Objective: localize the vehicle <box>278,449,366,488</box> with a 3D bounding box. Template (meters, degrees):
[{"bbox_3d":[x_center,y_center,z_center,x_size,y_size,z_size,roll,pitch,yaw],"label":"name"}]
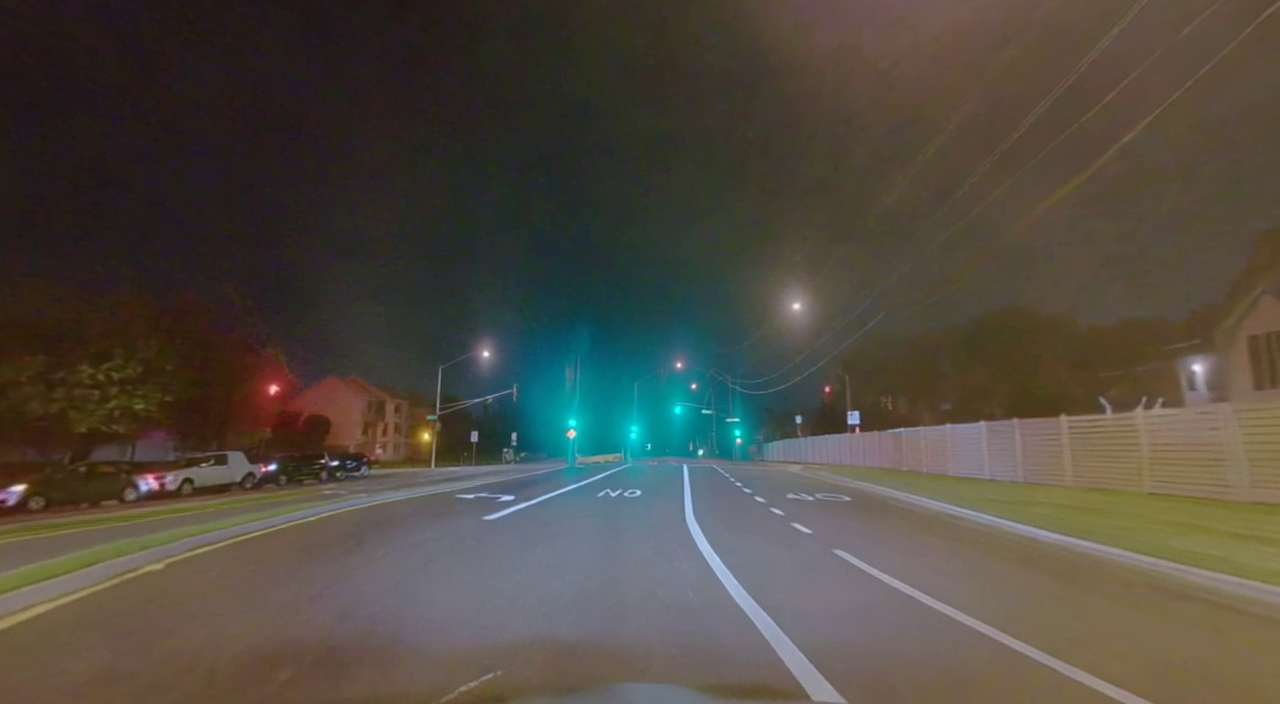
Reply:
[{"bbox_3d":[-17.473,6.383,34.965,2.050,1.697,4.838,-5,-7,6],"label":"vehicle"}]

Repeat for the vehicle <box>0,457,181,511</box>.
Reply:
[{"bbox_3d":[-18.909,4.476,21.892,1.883,1.506,4.863,-1,-8,6],"label":"vehicle"}]

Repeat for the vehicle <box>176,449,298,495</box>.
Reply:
[{"bbox_3d":[-18.320,5.427,28.991,2.148,1.856,4.632,-1,-9,6],"label":"vehicle"}]
